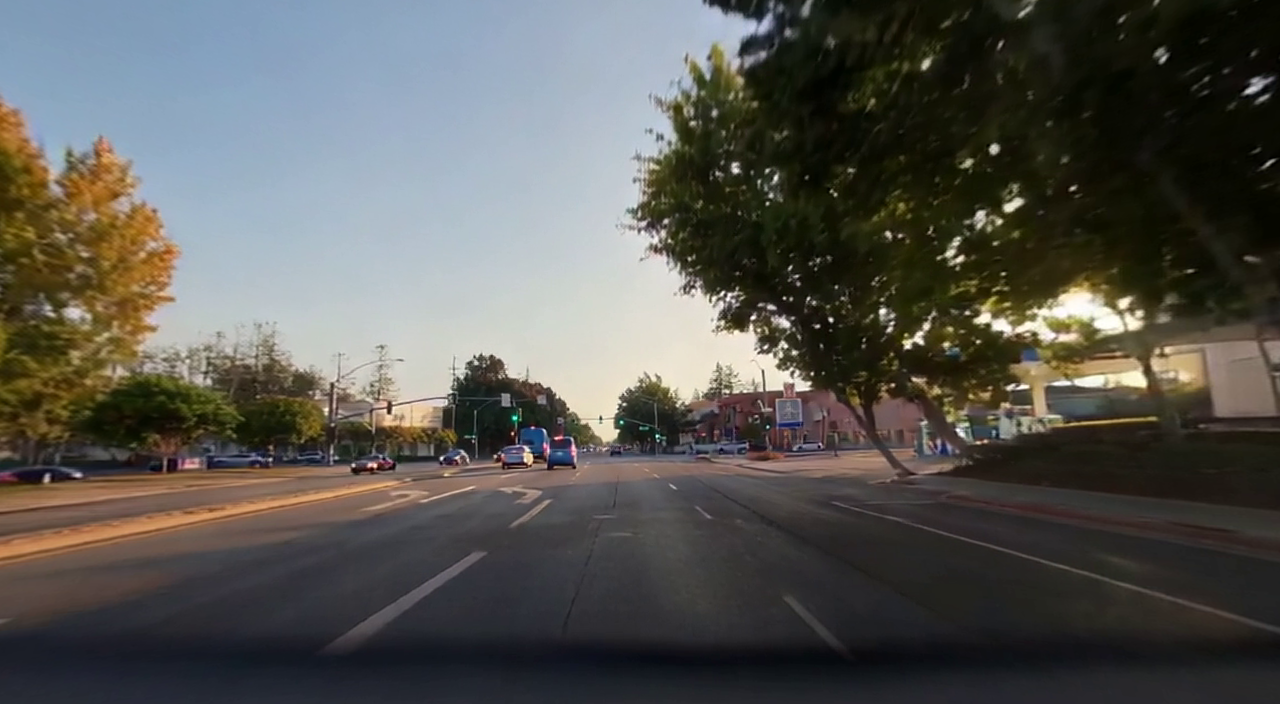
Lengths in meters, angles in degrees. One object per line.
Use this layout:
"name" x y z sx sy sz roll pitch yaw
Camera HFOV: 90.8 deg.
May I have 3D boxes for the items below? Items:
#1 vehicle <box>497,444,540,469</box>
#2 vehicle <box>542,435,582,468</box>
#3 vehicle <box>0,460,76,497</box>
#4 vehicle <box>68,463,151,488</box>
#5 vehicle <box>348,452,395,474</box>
"vehicle" -7.652 6.620 40.182 1.993 1.490 4.768 0 -9 -2
"vehicle" -5.062 6.578 41.754 2.206 2.007 5.190 0 -9 -3
"vehicle" -31.682 6.280 31.548 4.878 1.709 2.152 0 -9 0
"vehicle" -32.901 7.649 39.260 3.465 1.474 1.815 0 -9 0
"vehicle" -21.035 8.682 49.624 1.930 1.659 4.364 0 -9 -2
